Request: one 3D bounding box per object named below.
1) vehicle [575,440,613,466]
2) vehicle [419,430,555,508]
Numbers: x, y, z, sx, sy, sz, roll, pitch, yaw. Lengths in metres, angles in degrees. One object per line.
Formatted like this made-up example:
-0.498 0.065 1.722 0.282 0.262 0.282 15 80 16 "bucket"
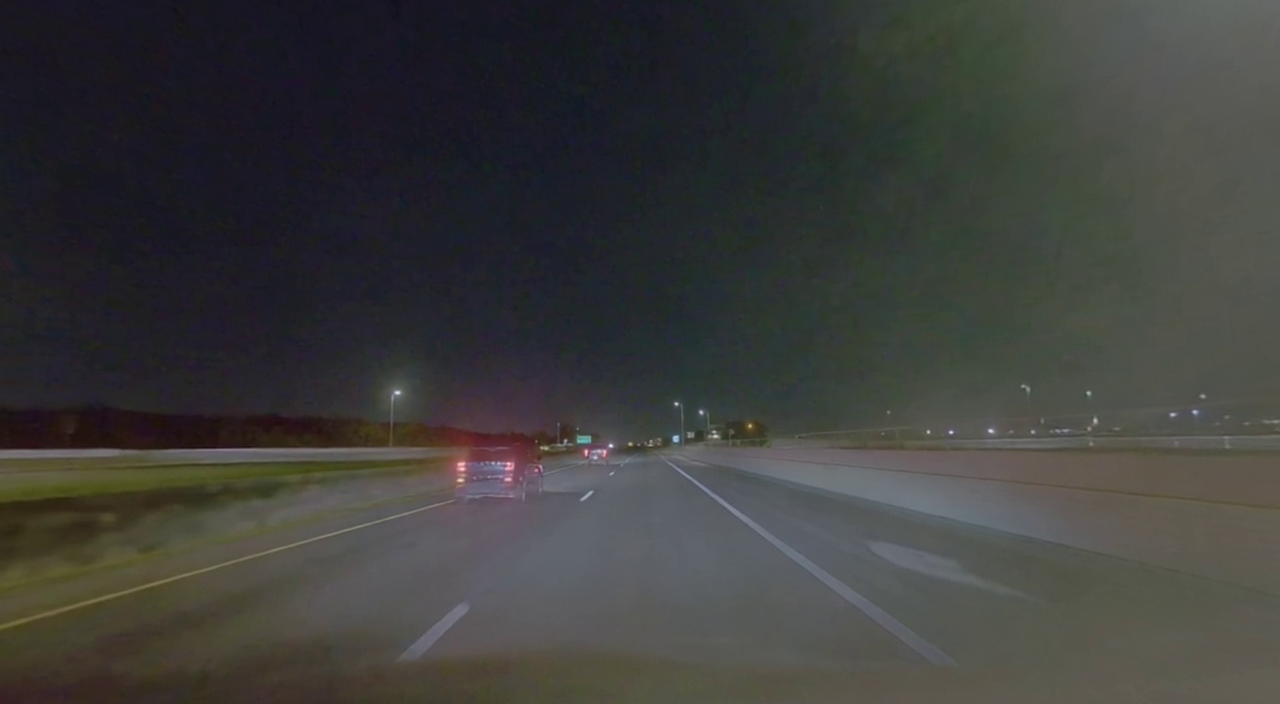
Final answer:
-3.034 6.798 42.508 2.133 1.683 4.340 0 -9 1 "vehicle"
-3.470 2.746 15.207 2.195 1.573 4.176 0 -9 0 "vehicle"
